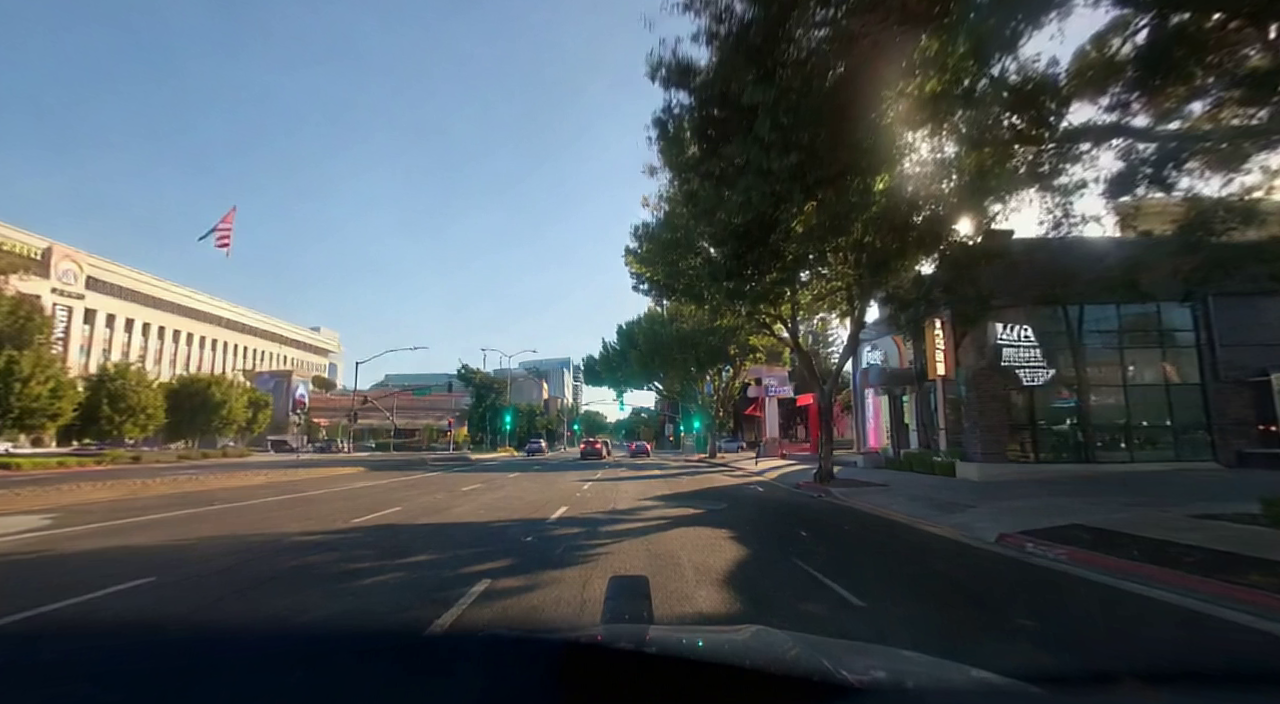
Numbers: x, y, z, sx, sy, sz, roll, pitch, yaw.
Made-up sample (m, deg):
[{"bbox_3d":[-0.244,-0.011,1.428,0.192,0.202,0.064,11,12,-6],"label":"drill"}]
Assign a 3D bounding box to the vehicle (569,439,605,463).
[{"bbox_3d":[-3.428,6.499,41.534,2.029,1.517,4.375,0,-8,0],"label":"vehicle"}]
